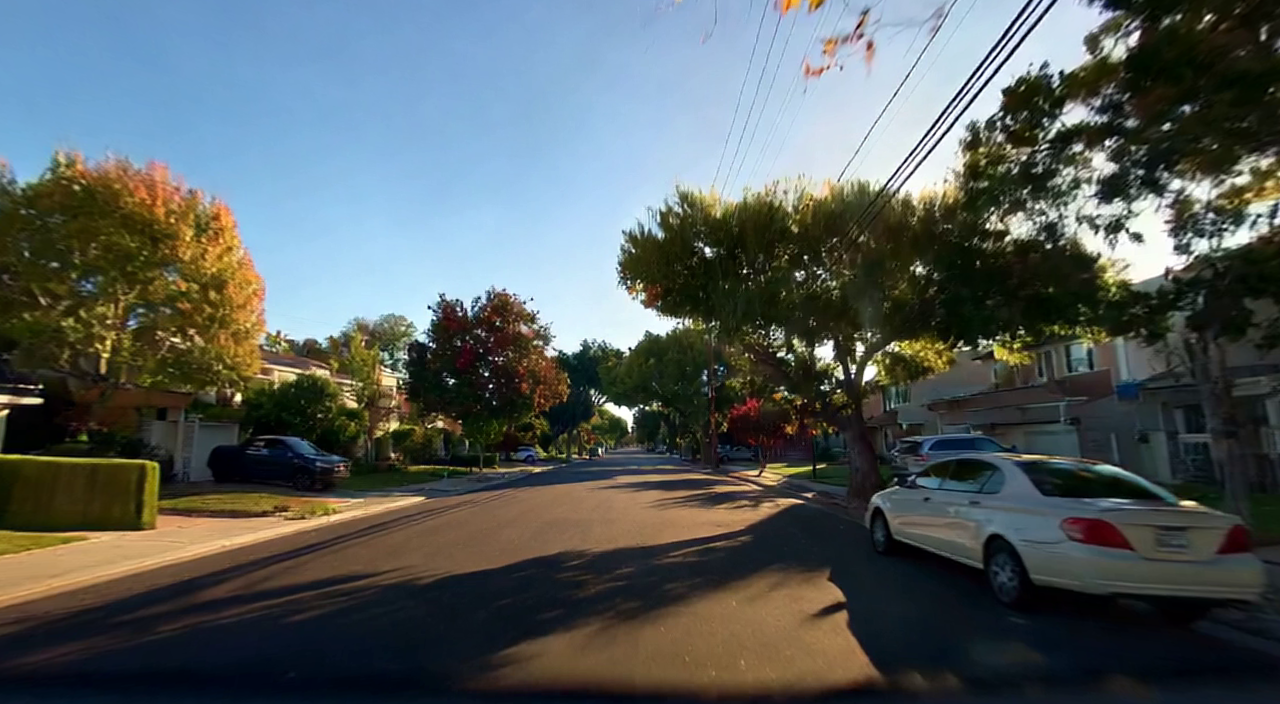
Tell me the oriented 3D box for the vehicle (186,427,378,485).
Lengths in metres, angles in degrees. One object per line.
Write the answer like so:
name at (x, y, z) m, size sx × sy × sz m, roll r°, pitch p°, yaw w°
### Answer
vehicle at (-12.334, 3.624, 22.142) m, size 5.186 × 1.842 × 2.465 m, roll 0°, pitch -9°, yaw -1°

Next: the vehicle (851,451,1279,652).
vehicle at (4.215, 1.827, 6.943) m, size 2.055 × 1.402 × 4.559 m, roll 1°, pitch -9°, yaw -2°
